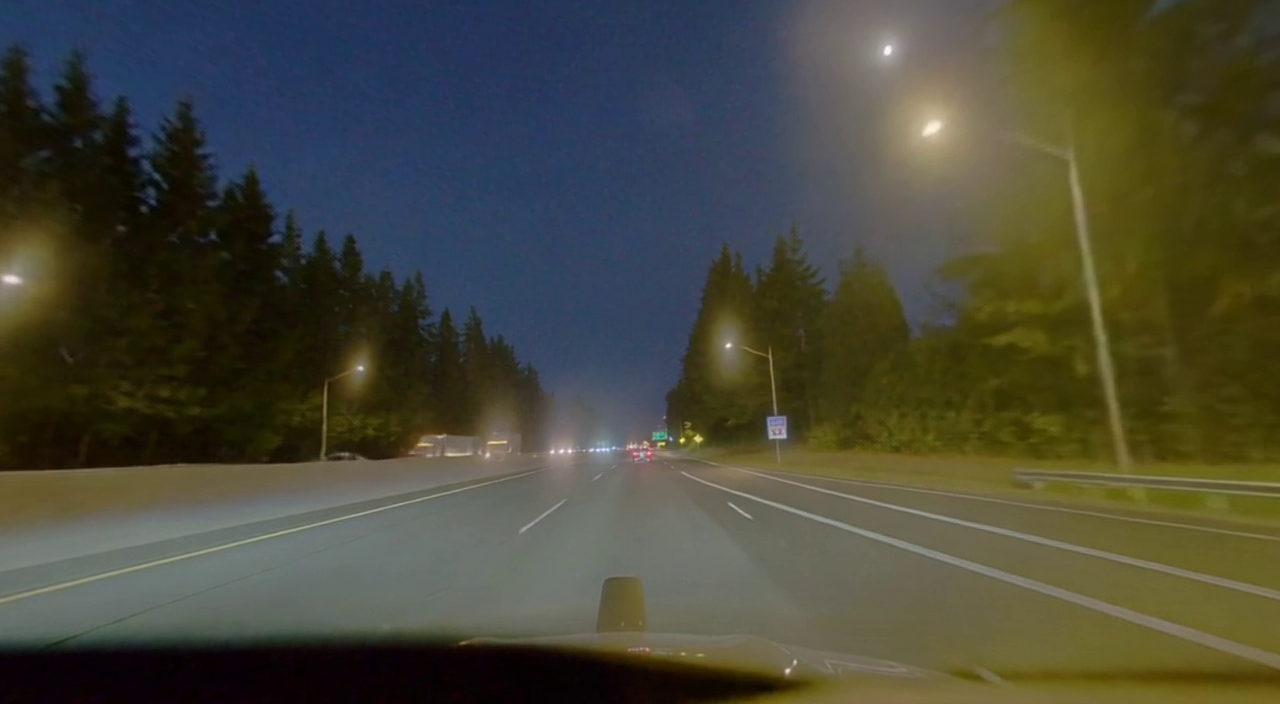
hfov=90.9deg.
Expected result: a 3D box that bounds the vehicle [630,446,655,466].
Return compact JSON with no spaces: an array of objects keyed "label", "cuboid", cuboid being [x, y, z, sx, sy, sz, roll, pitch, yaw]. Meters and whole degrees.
[{"label":"vehicle","cuboid":[0.182,7.985,48.436,1.860,1.473,3.689,0,-9,1]}]

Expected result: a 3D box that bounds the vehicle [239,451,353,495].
[{"label":"vehicle","cuboid":[-12.551,4.408,23.346,1.829,1.472,4.158,0,-9,1]}]
